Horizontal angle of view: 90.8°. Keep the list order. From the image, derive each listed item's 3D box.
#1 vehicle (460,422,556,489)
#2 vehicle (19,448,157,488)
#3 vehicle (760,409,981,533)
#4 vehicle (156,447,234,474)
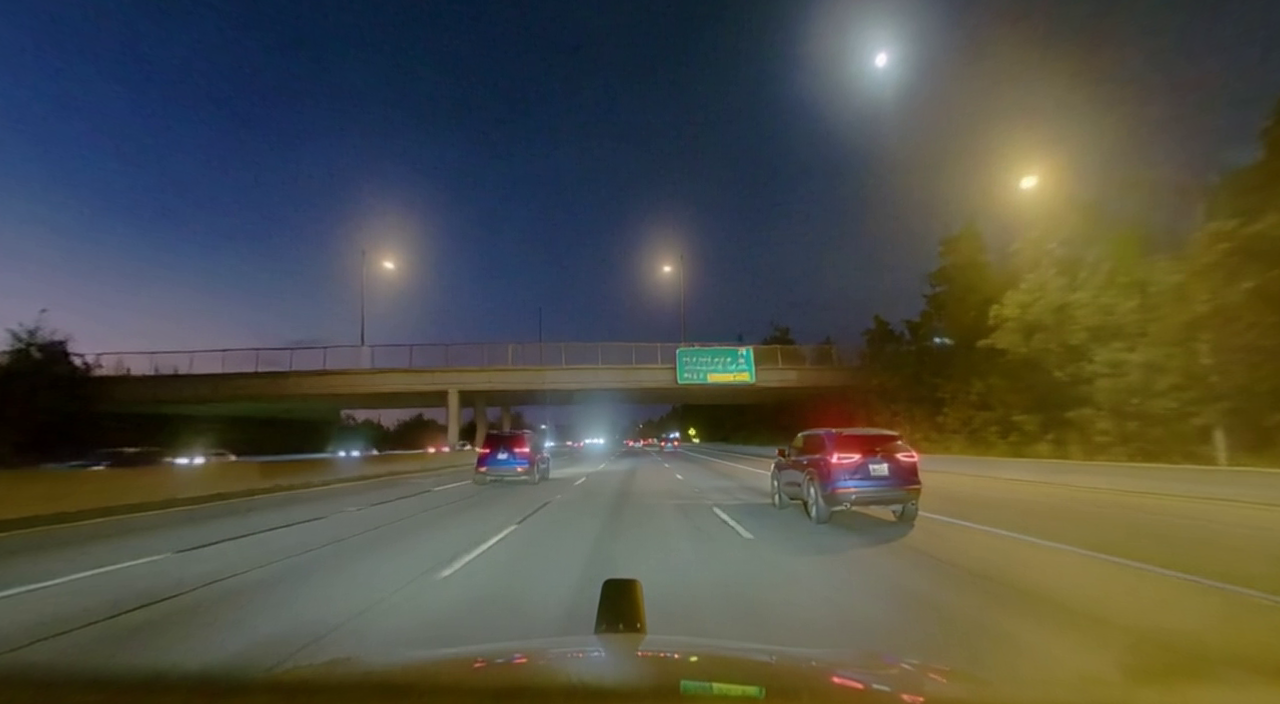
[{"bbox_3d":[-4.021,3.259,20.122,2.018,1.872,4.728,0,-9,0],"label":"vehicle"},{"bbox_3d":[-23.272,4.870,26.905,1.900,1.508,4.456,0,-9,-1],"label":"vehicle"},{"bbox_3d":[3.750,2.049,11.404,2.185,1.749,4.477,0,-9,-1],"label":"vehicle"},{"bbox_3d":[-29.960,7.308,42.728,1.954,1.691,4.637,0,-9,0],"label":"vehicle"}]
